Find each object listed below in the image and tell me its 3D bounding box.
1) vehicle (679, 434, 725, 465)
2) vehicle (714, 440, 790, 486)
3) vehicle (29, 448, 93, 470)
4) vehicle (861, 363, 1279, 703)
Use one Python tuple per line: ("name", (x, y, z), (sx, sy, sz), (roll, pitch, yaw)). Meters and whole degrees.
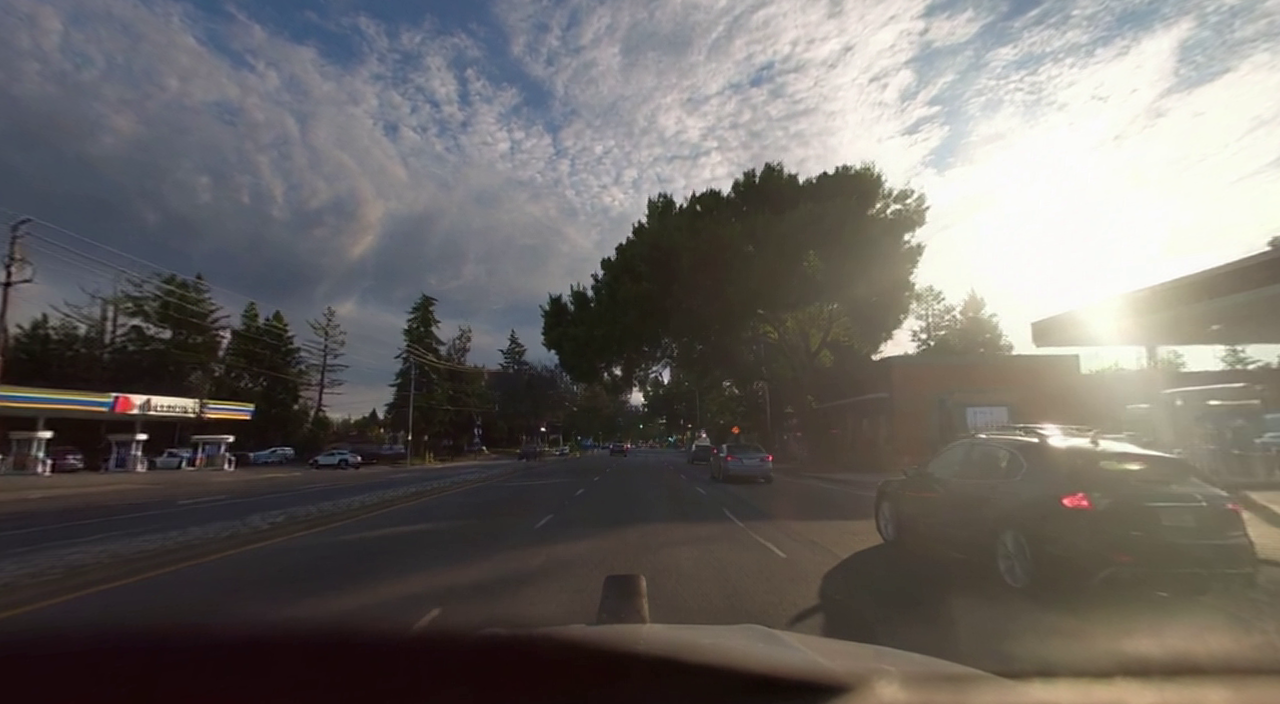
("vehicle", (4.105, 6.588, 42.597), (2.611, 1.983, 5.165), (0, -9, 0))
("vehicle", (3.802, 3.835, 22.083), (1.871, 1.442, 4.122), (0, -9, 0))
("vehicle", (-43.988, 8.095, 48.007), (1.820, 1.459, 4.381), (1, -8, -18))
("vehicle", (3.620, 1.244, 5.081), (1.875, 1.665, 4.931), (0, -9, 0))
